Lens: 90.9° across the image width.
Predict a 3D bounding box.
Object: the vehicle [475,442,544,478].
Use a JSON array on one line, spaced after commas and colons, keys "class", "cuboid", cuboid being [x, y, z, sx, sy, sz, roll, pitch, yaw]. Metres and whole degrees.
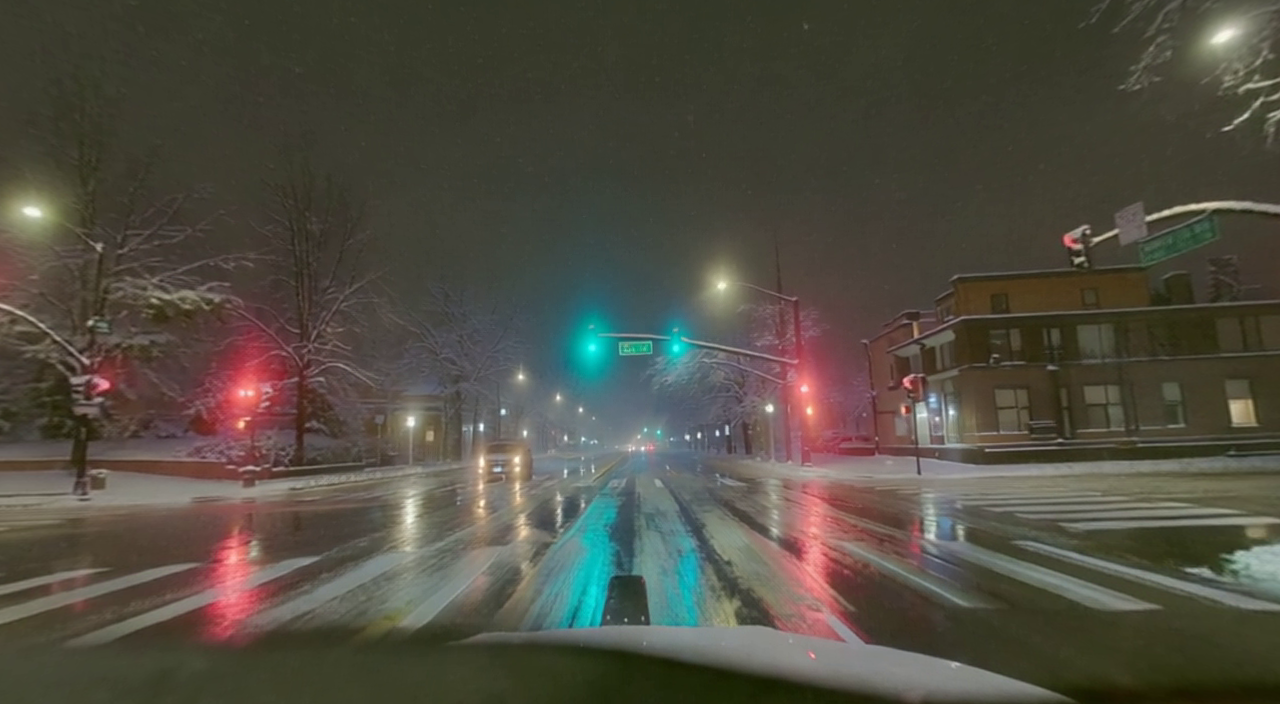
[{"class": "vehicle", "cuboid": [-5.816, 4.879, 28.732, 2.127, 1.473, 4.428, 0, -8, 1]}]
